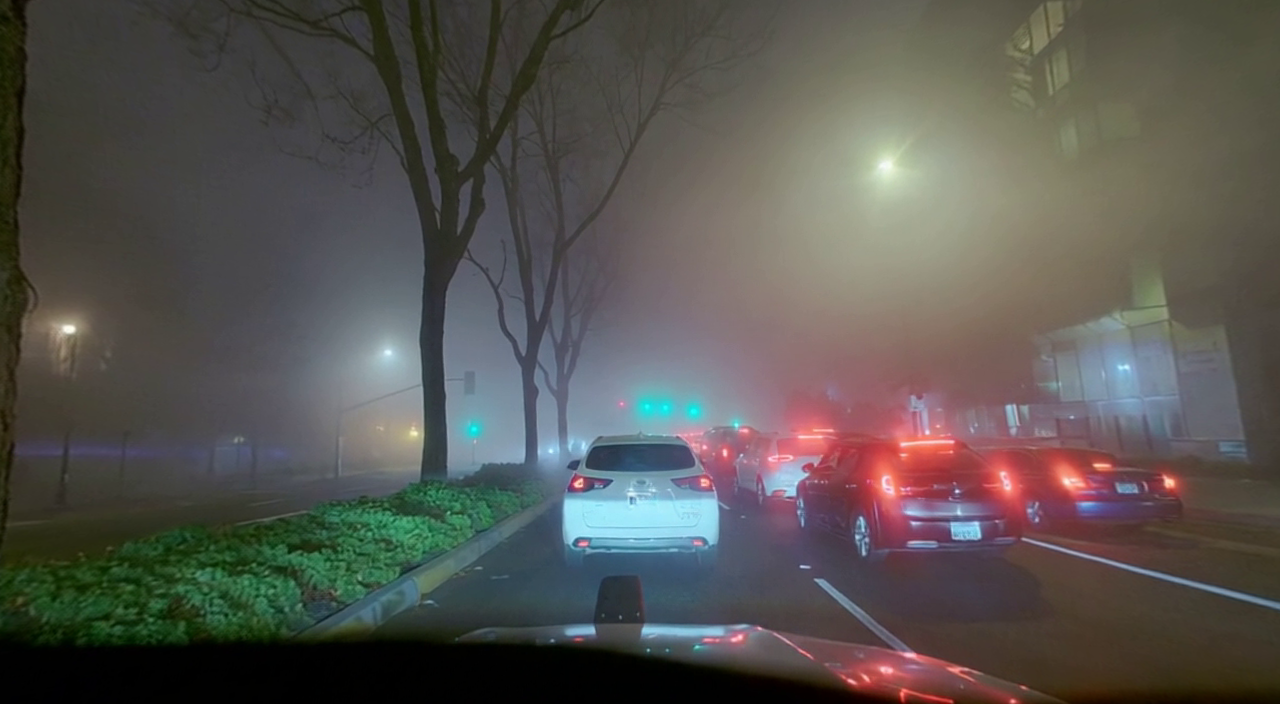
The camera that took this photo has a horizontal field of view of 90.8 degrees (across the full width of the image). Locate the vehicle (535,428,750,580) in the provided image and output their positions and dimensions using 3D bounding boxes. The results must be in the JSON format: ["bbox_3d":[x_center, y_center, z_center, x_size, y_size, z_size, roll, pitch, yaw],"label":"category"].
[{"bbox_3d":[-0.014,1.801,8.327,2.105,1.474,4.127,0,-8,-1],"label":"vehicle"}]

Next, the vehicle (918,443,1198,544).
[{"bbox_3d":[6.527,2.209,10.531,1.915,1.338,3.874,0,-8,-2],"label":"vehicle"}]

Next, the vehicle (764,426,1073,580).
[{"bbox_3d":[3.172,1.811,8.484,1.995,1.483,4.533,0,-8,-1],"label":"vehicle"}]
